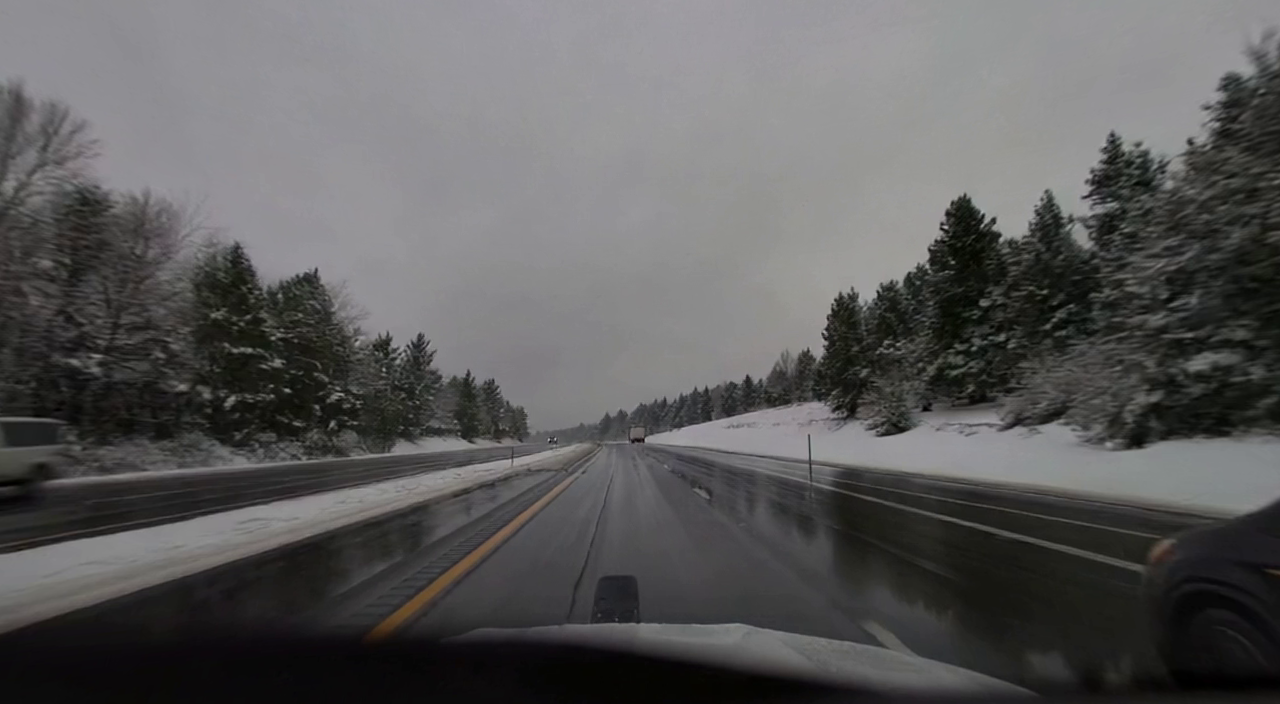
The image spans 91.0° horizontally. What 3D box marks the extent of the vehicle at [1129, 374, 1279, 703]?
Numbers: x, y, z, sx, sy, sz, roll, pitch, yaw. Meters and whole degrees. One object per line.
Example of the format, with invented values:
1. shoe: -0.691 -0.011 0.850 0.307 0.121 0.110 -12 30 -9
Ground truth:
1. vehicle: 3.432 0.652 0.935 2.052 1.545 4.124 0 -8 0
